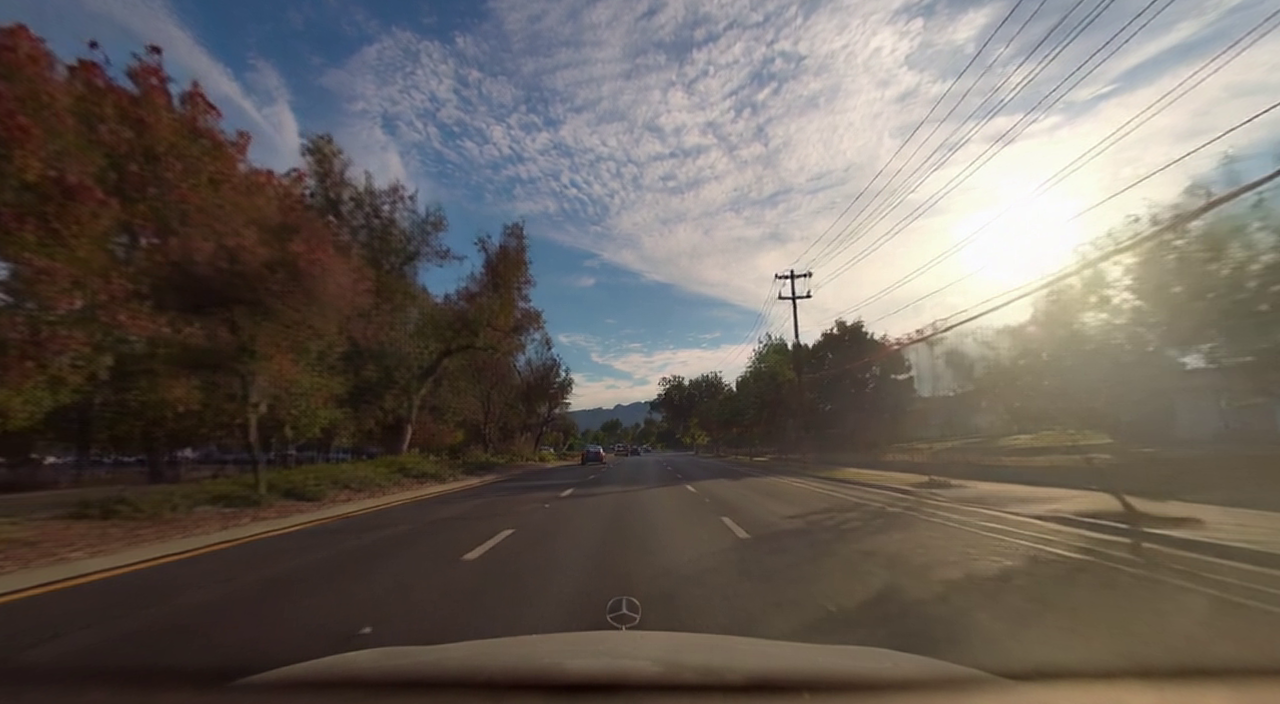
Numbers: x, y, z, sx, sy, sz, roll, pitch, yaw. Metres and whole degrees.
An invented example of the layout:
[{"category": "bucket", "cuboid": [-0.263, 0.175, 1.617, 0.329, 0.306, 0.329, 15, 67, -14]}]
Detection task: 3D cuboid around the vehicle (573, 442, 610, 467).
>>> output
[{"category": "vehicle", "cuboid": [-3.141, 6.755, 41.686, 2.007, 1.514, 4.049, 0, -8, 1]}]
